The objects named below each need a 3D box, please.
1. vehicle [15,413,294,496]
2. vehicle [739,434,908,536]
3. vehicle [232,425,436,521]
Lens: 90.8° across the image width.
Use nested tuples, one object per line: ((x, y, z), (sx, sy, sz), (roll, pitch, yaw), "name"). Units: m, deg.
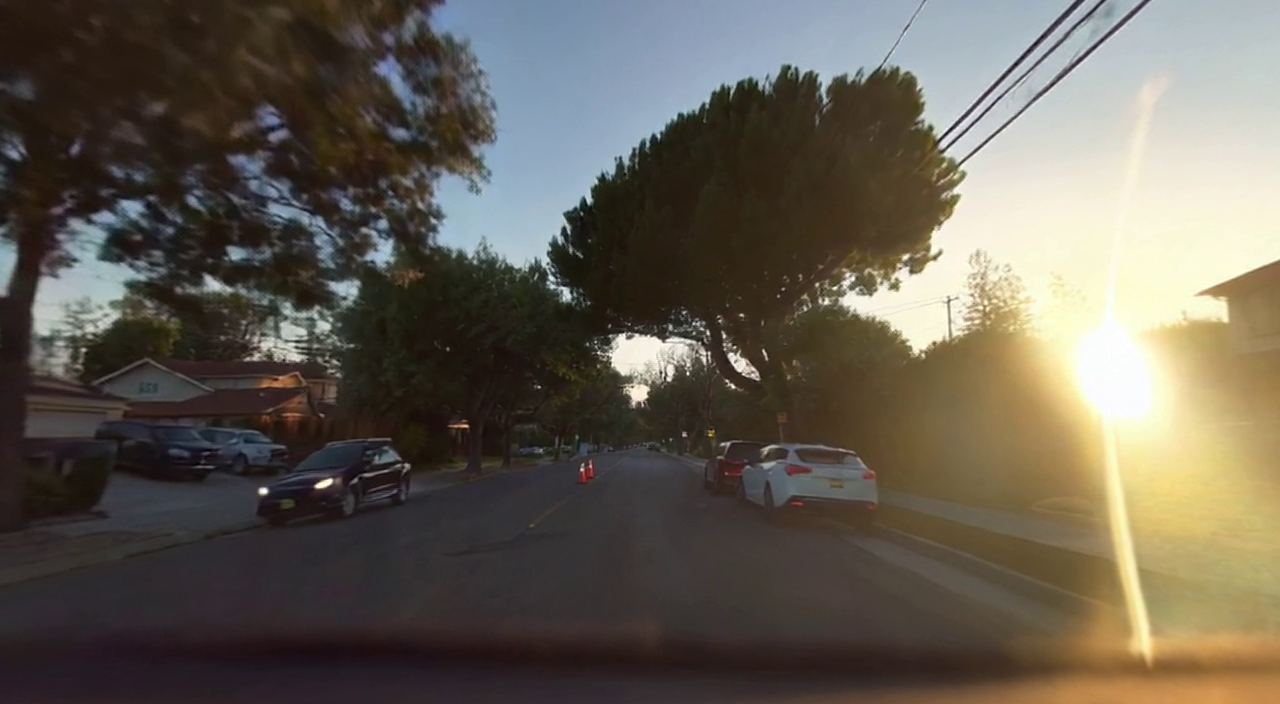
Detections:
((-15.028, 3.208, 19.963), (6.526, 2.046, 2.522), (4, -8, -1), "vehicle")
((3.294, 2.471, 12.415), (1.896, 1.602, 4.571), (0, -9, 0), "vehicle")
((-6.989, 2.858, 15.297), (2.266, 1.877, 5.167), (0, -10, 1), "vehicle")
